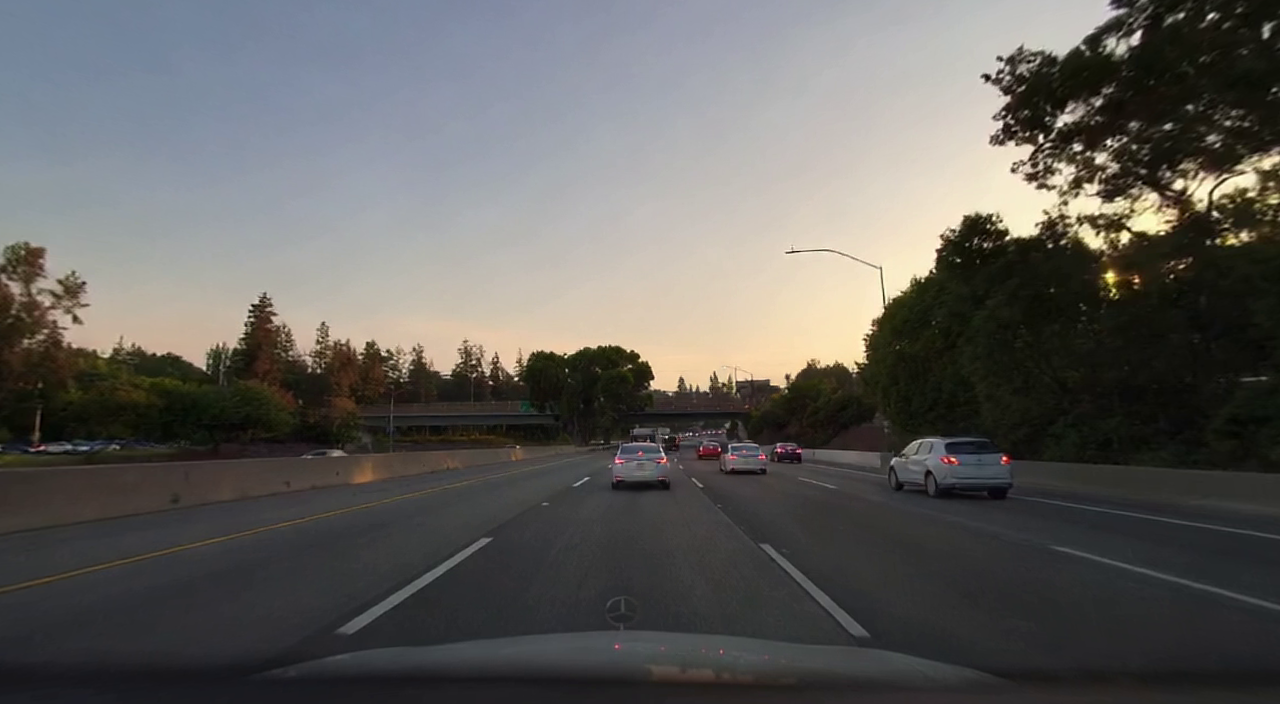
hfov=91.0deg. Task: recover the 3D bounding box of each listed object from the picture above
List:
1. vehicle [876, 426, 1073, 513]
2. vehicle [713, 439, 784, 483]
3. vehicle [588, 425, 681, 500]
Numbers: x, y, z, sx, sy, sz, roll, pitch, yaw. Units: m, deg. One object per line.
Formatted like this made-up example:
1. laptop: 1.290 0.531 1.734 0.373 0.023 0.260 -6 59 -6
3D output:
1. vehicle: 7.408 2.650 14.684 2.028 1.657 4.823 0 -9 1
2. vehicle: 4.036 4.141 24.203 1.999 1.514 4.338 0 -9 1
3. vehicle: -0.077 2.892 16.808 2.181 1.728 3.970 0 -9 1
